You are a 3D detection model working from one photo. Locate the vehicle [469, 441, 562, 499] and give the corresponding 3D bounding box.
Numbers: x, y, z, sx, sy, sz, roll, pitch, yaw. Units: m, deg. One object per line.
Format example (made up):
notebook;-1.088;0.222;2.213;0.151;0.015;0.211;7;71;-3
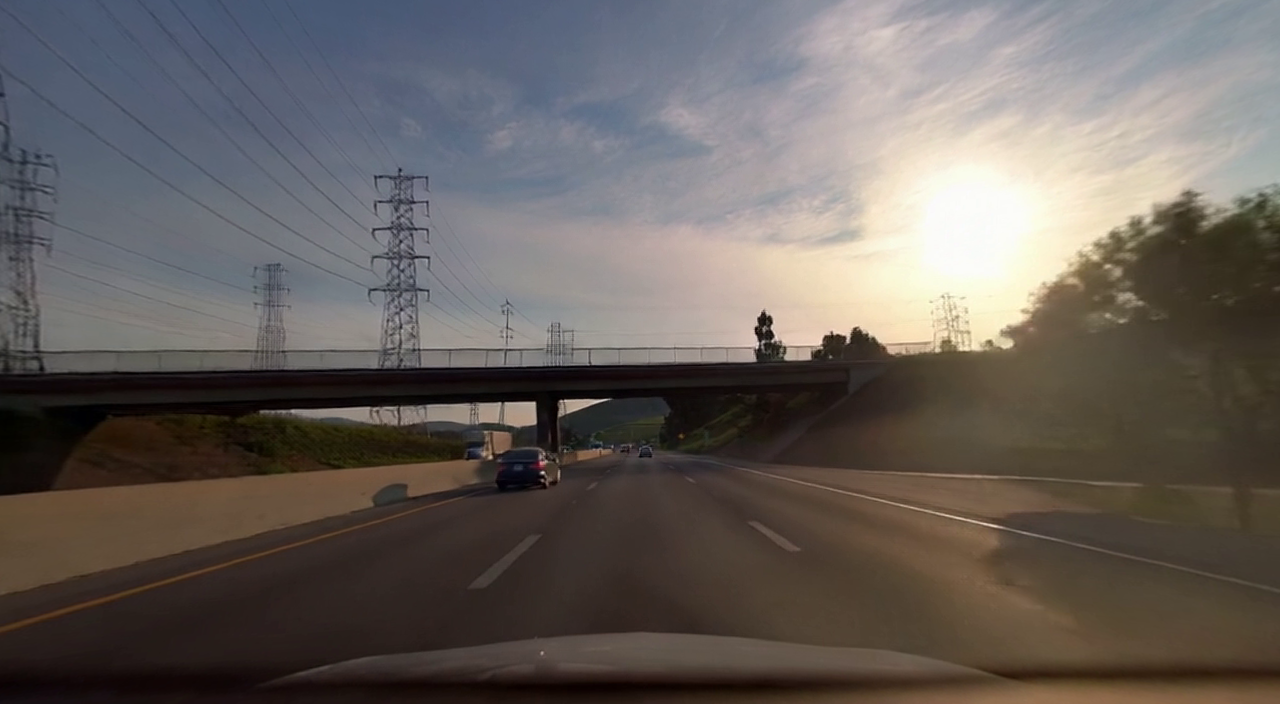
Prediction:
vehicle;-3.631;3.524;19.179;1.924;1.550;4.165;0;-9;1
